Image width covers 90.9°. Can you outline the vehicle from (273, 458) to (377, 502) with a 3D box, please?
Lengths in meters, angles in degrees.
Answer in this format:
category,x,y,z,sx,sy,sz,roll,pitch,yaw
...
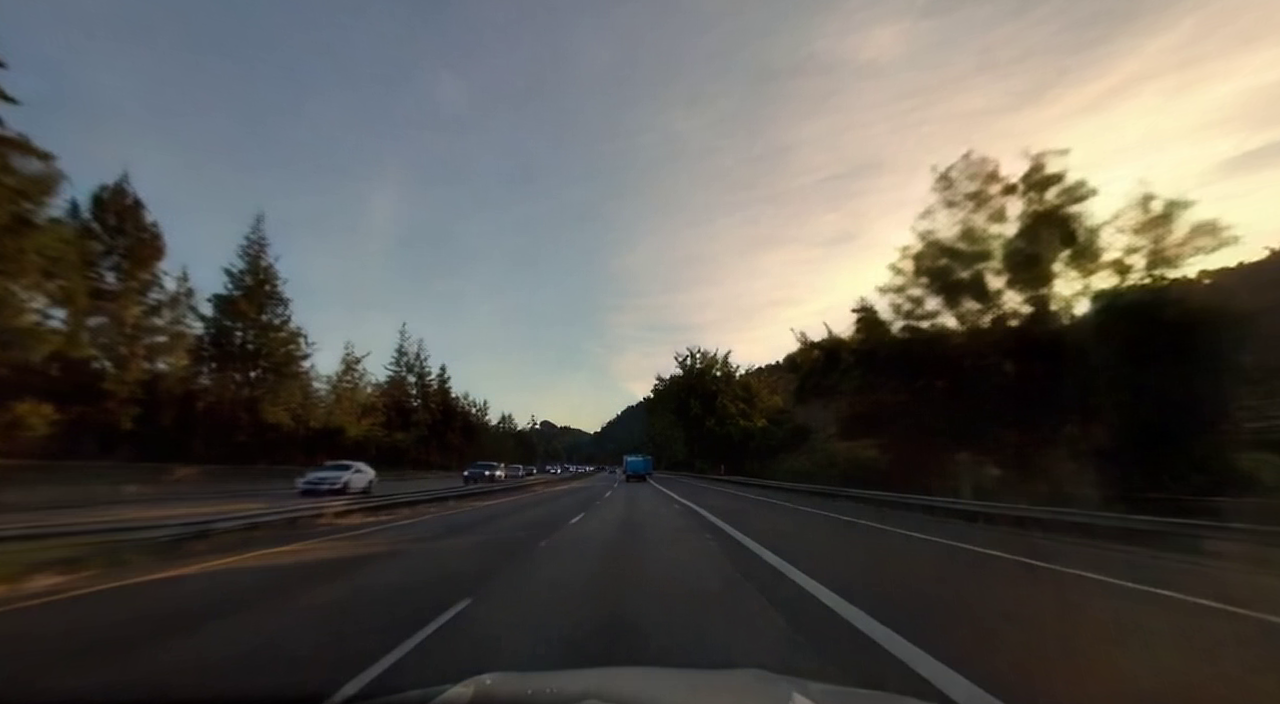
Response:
category,x,y,z,sx,sy,sz,roll,pitch,yaw
vehicle,-12.856,5.275,26.076,2.058,1.622,4.181,1,-11,1
